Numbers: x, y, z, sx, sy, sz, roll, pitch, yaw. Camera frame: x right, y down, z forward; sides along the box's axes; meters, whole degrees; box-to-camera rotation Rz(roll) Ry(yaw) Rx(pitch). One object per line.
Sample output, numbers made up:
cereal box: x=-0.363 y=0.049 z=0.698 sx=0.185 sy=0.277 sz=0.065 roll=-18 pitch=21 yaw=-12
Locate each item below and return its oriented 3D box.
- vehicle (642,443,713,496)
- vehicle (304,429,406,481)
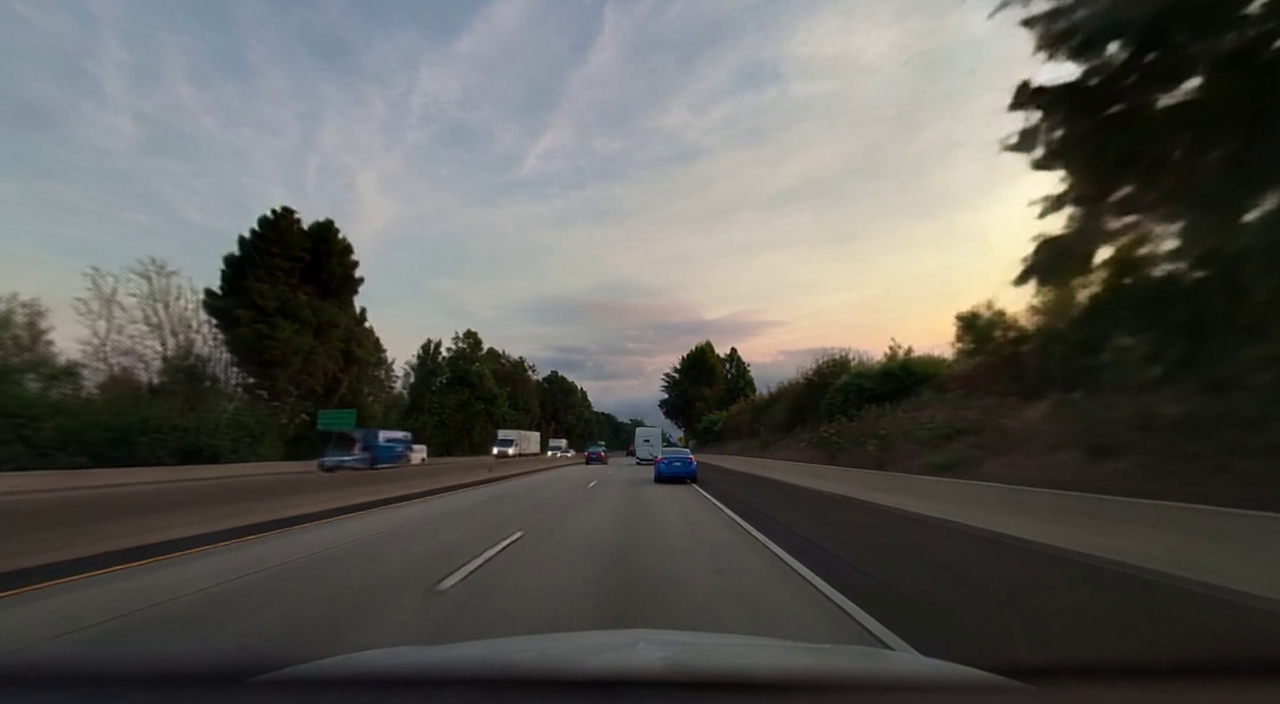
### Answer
vehicle: x=1.069 y=3.643 z=19.904 sx=2.012 sy=1.485 sz=3.649 roll=0 pitch=-9 yaw=0
vehicle: x=-16.683 y=6.089 z=37.535 sx=2.484 sy=2.759 sz=7.316 roll=0 pitch=-9 yaw=1
